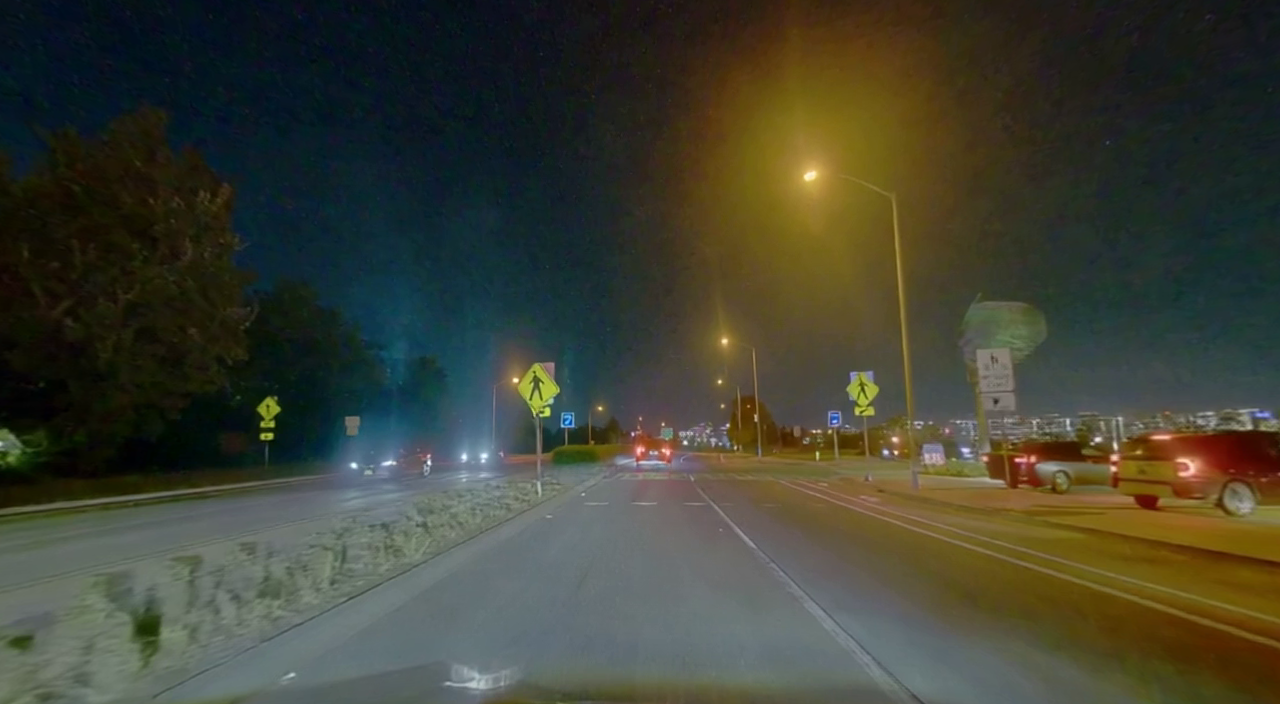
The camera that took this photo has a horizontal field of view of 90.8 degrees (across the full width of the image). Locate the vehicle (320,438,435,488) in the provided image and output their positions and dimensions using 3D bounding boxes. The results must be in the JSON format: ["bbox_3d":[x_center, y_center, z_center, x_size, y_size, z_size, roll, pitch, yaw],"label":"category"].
[{"bbox_3d":[-10.257,4.386,25.286,2.162,1.767,5.368,-1,-9,1],"label":"vehicle"}]

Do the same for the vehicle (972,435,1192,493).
[{"bbox_3d":[12.047,3.054,17.444,4.627,1.444,1.956,0,-9,-3],"label":"vehicle"}]

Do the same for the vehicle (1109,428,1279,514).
[{"bbox_3d":[11.961,2.211,11.943,4.502,1.469,1.958,-1,-9,4],"label":"vehicle"}]

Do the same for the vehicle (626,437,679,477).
[{"bbox_3d":[0.552,4.542,27.498,2.158,1.600,3.865,-1,-9,1],"label":"vehicle"}]

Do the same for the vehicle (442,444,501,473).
[{"bbox_3d":[-9.816,6.232,37.249,2.197,1.606,4.034,-1,-9,3],"label":"vehicle"}]
